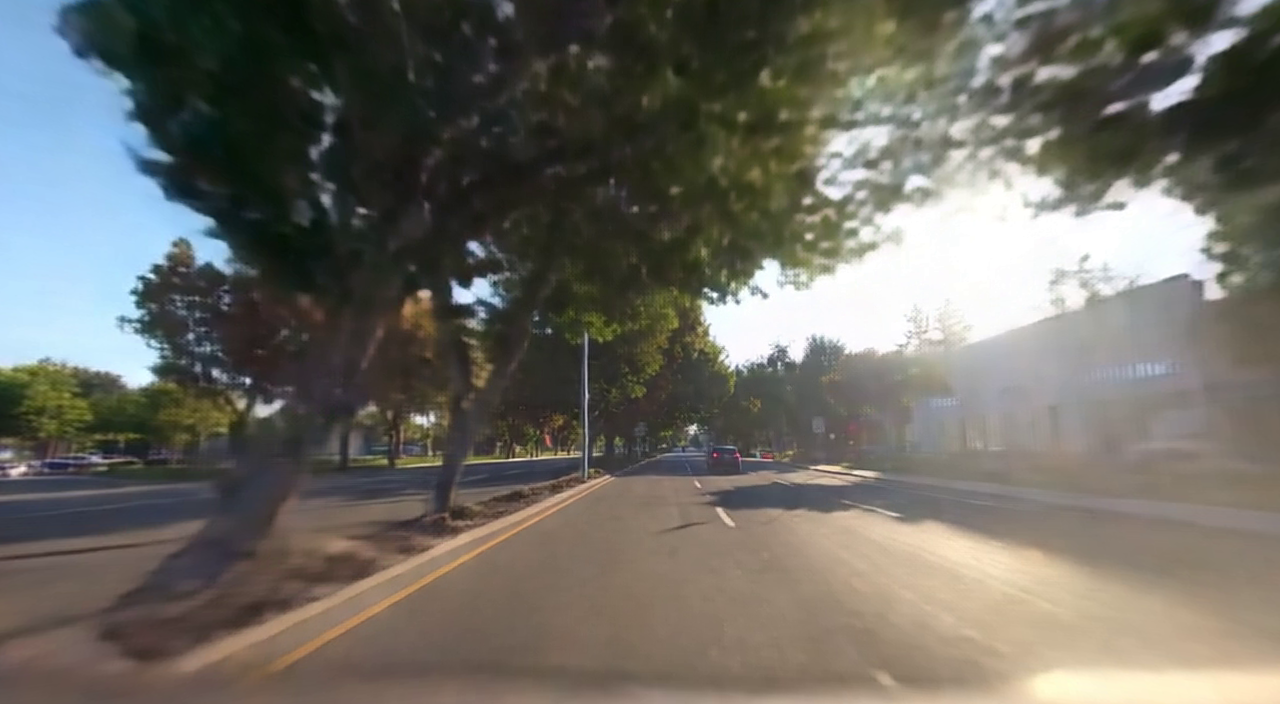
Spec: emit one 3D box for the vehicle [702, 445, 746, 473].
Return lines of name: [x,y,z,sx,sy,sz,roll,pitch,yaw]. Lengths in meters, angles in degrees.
vehicle: [4.744,6.122,36.298,2.015,1.479,4.444,0,-9,1]
